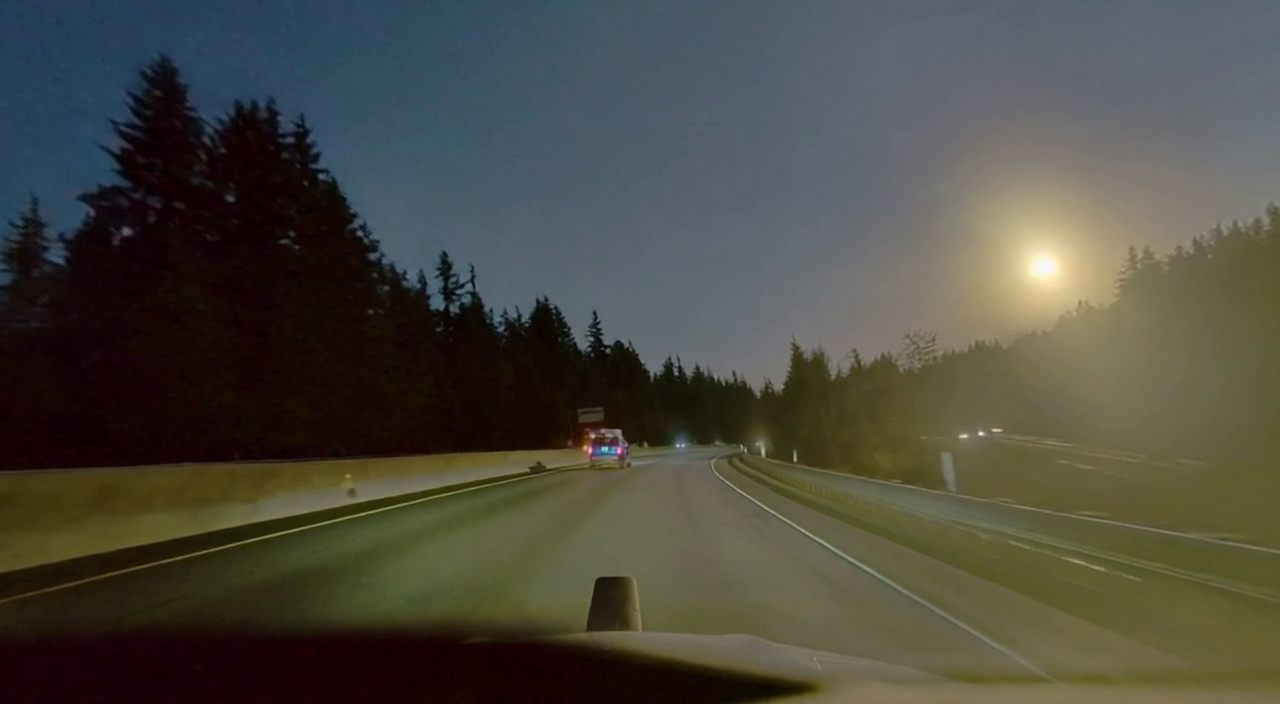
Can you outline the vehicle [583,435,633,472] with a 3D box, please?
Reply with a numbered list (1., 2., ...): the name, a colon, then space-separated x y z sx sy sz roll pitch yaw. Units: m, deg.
1. vehicle: -1.575 5.279 33.040 2.005 1.752 4.479 -1 -8 5
